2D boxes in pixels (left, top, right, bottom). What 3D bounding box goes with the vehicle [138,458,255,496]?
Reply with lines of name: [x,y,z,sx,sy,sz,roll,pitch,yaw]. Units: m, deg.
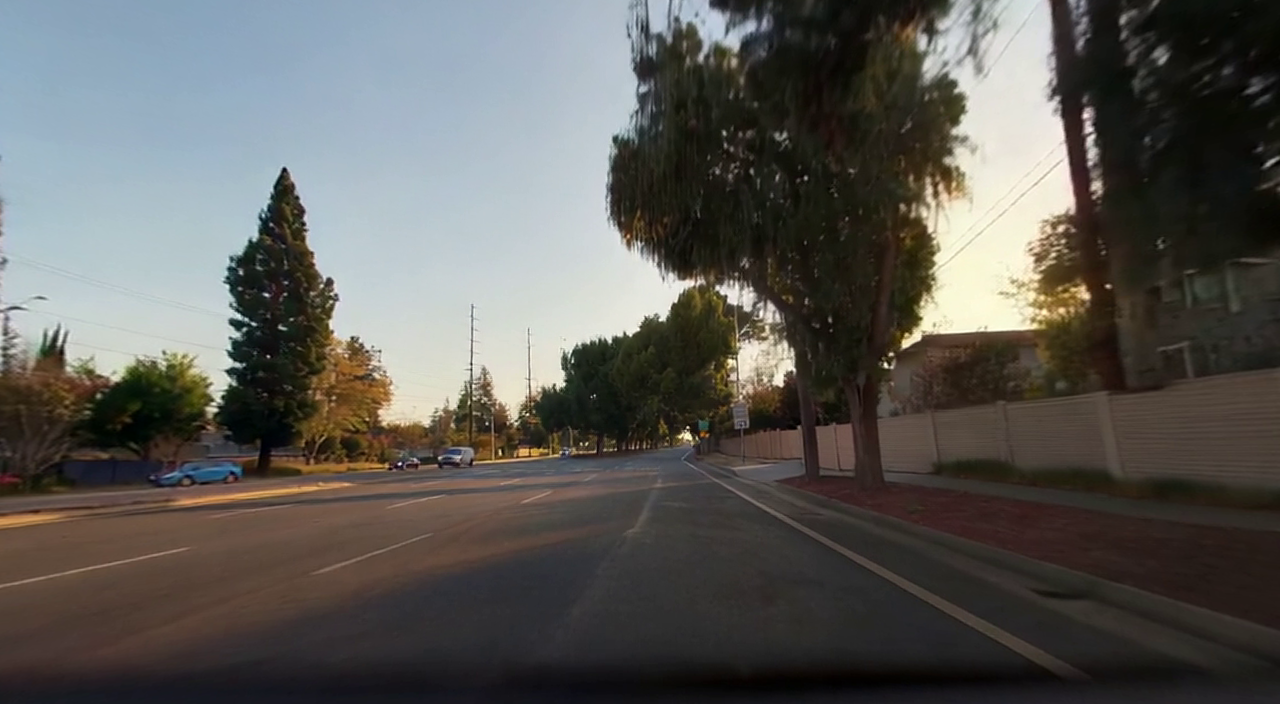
vehicle: [-20.140,5.671,28.967,1.806,1.438,4.461,-1,-8,7]
